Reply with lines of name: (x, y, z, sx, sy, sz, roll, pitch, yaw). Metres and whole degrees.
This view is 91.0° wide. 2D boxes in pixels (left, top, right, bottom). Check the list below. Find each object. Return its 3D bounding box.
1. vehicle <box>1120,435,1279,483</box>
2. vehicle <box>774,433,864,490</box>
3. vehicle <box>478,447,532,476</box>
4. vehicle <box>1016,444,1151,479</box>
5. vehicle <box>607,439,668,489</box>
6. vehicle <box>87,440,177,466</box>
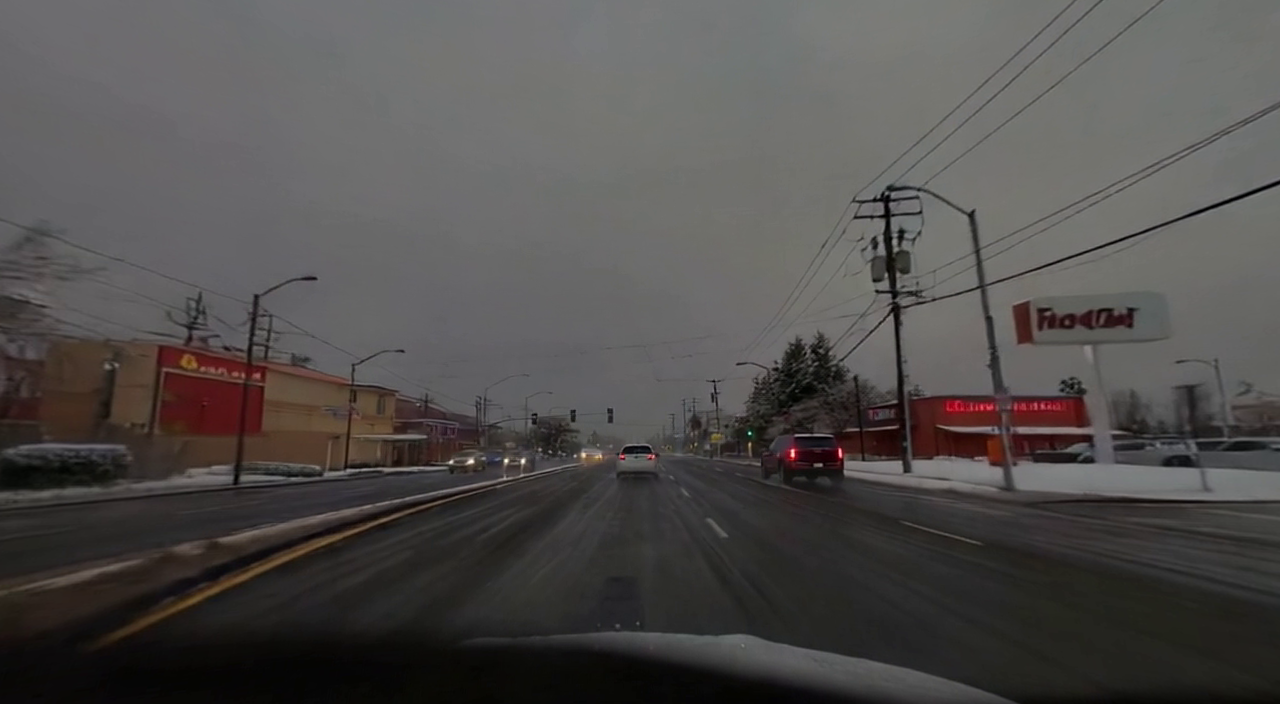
vehicle: (19.114, 3.571, 21.091, 4.415, 1.519, 1.907, 0, -9, 2)
vehicle: (6.540, 4.061, 23.596, 2.061, 1.889, 4.268, 0, -9, 0)
vehicle: (-7.518, 6.140, 35.555, 2.056, 1.522, 4.292, 0, -9, 1)
vehicle: (18.712, 4.626, 26.709, 4.165, 1.386, 1.999, 0, -9, 0)
vehicle: (-0.091, 4.261, 24.243, 2.138, 1.702, 4.168, 0, -9, 0)
vehicle: (-38.852, 7.744, 48.427, 2.135, 1.897, 5.780, 0, -8, 0)
